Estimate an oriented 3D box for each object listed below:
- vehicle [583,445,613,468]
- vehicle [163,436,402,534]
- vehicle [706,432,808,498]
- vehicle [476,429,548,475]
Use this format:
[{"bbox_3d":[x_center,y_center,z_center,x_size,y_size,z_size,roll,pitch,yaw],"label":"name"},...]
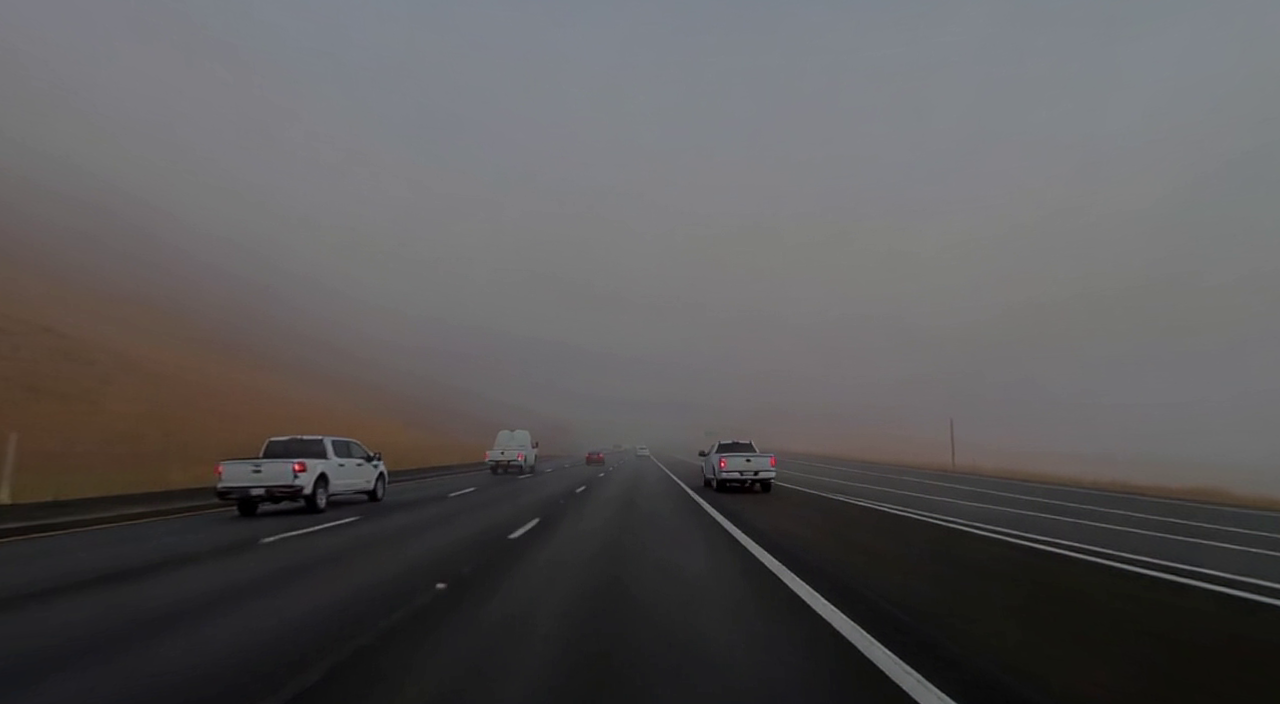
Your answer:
[{"bbox_3d":[-3.134,7.863,47.436,2.009,1.593,4.378,0,-9,0],"label":"vehicle"},{"bbox_3d":[-6.637,2.501,12.524,1.935,1.550,4.883,0,-9,-1],"label":"vehicle"},{"bbox_3d":[3.436,3.449,19.544,2.231,1.789,4.700,0,-9,0],"label":"vehicle"},{"bbox_3d":[-7.506,5.987,37.930,2.937,2.509,7.090,0,-9,-1],"label":"vehicle"}]
